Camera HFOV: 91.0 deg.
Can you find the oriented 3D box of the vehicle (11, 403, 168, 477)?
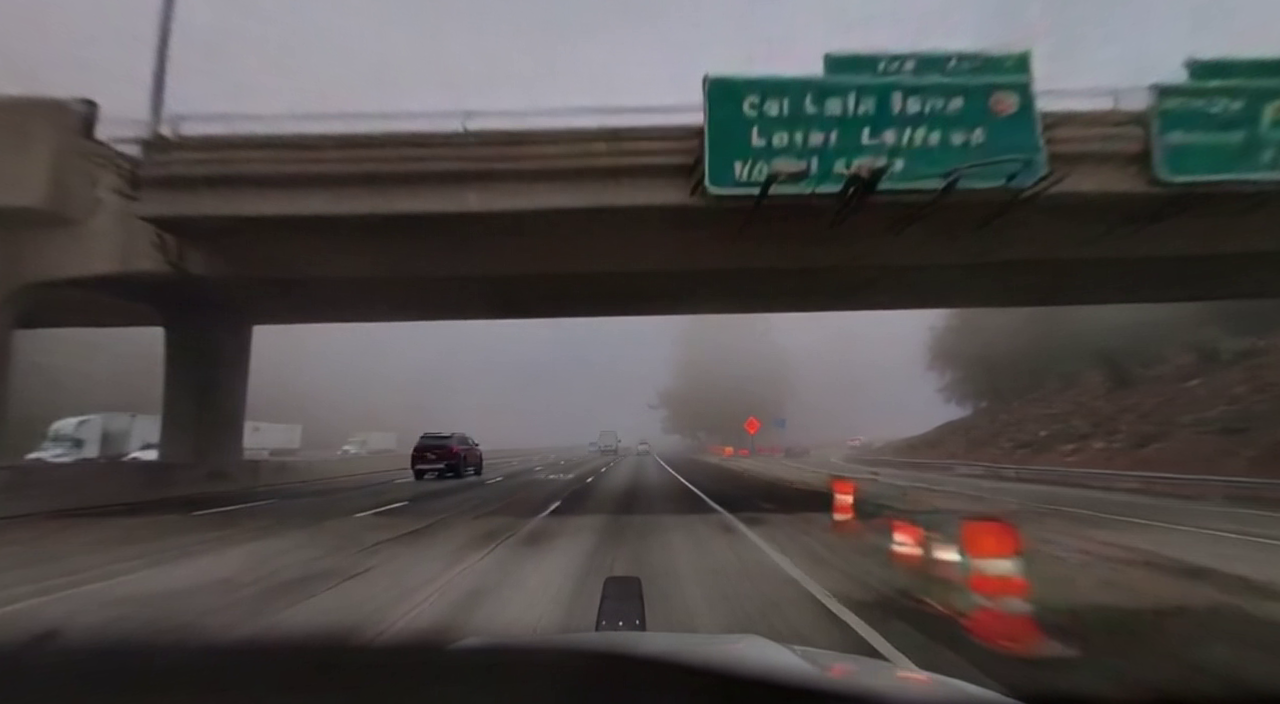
[{"bbox_3d":[-29.937,4.853,34.669,3.023,3.710,5.853,0,-8,2],"label":"vehicle"}]

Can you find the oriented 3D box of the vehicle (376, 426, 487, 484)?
[{"bbox_3d":[-7.015,3.544,21.901,2.103,1.775,4.966,0,-8,1],"label":"vehicle"}]

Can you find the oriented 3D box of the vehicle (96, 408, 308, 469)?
[{"bbox_3d":[-29.908,6.295,45.114,2.884,3.515,17.319,0,-9,0],"label":"vehicle"}]

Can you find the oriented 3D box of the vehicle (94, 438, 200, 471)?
[{"bbox_3d":[-25.828,5.369,33.205,1.832,1.611,4.353,-1,-9,4],"label":"vehicle"}]
